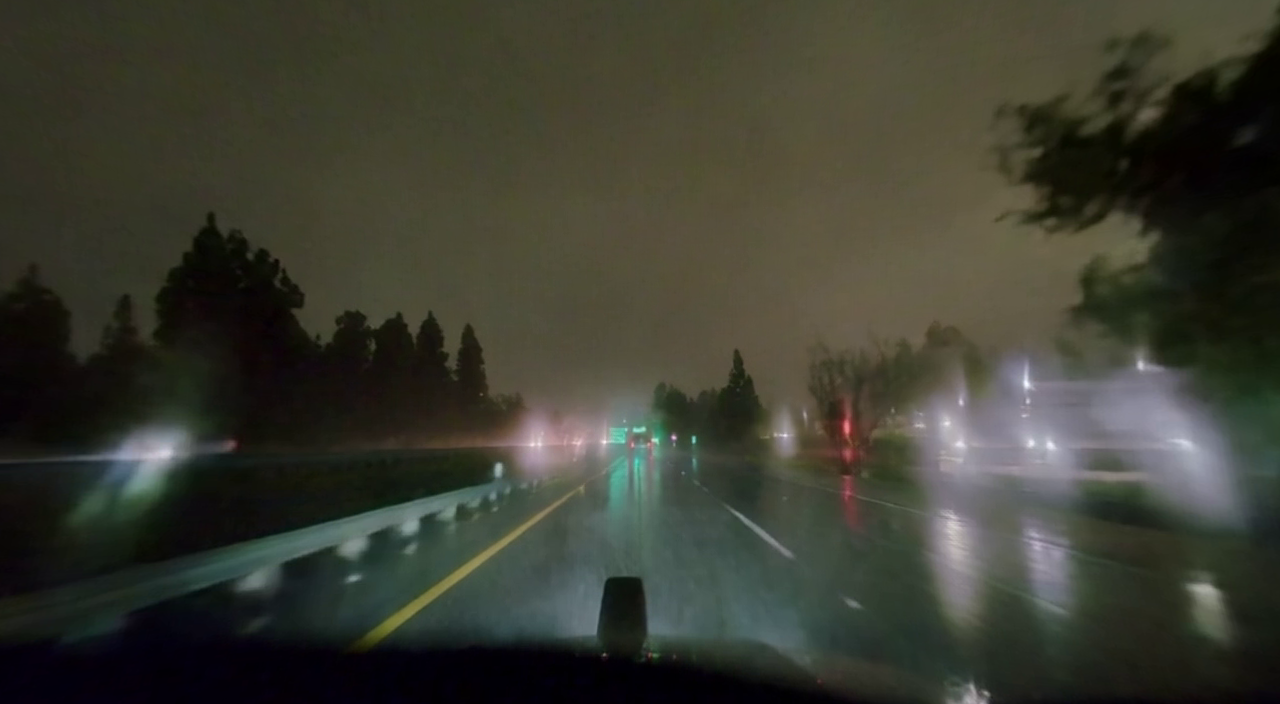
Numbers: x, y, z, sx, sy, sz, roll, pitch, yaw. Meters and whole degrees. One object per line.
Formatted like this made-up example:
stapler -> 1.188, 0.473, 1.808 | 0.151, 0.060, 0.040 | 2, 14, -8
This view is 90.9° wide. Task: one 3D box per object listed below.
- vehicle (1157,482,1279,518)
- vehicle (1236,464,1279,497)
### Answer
vehicle -> 28.956, 7.311, 31.336 | 4.599, 1.466, 1.982 | -4, -9, 27
vehicle -> 41.480, 8.454, 41.892 | 5.153, 1.909, 2.163 | 7, -12, -42
